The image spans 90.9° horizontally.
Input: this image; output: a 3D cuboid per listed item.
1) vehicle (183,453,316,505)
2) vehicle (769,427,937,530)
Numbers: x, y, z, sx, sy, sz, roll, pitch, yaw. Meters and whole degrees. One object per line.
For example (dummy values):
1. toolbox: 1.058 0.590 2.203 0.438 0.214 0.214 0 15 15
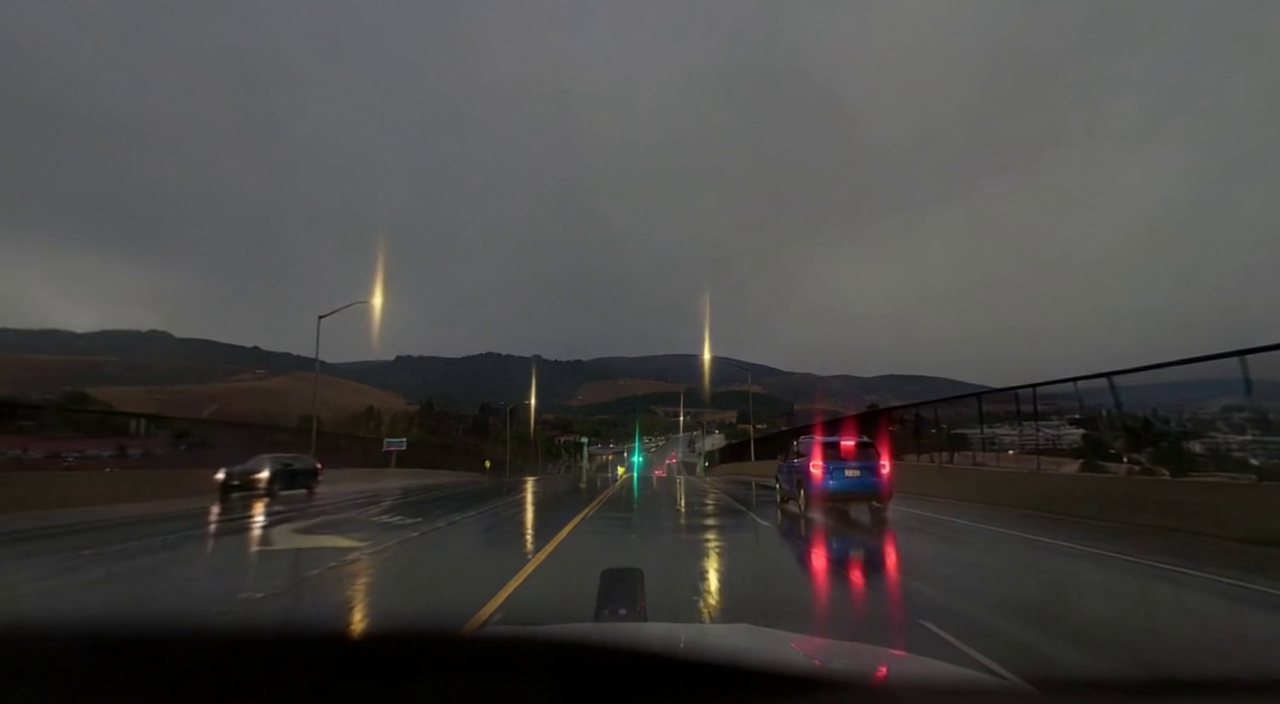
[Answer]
1. vehicle: -13.894 4.496 22.807 1.918 1.642 4.391 0 -9 1
2. vehicle: 4.088 2.489 12.993 1.989 1.730 4.324 0 -9 1
